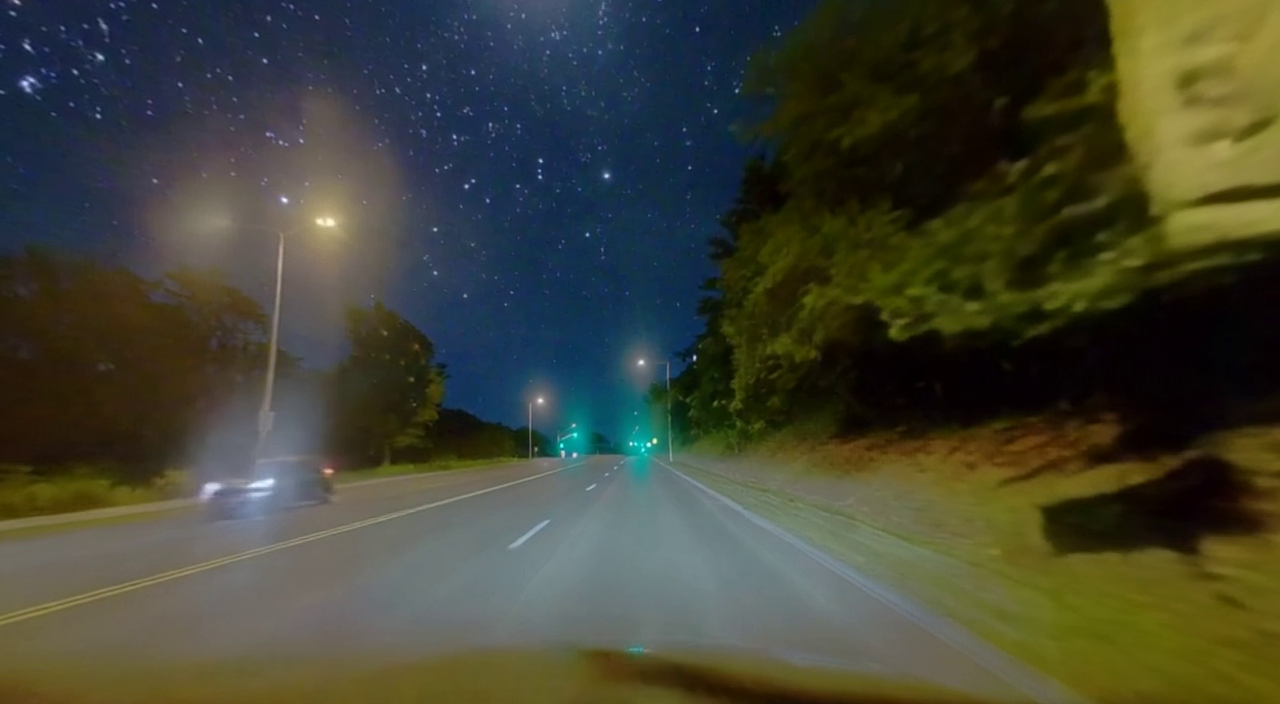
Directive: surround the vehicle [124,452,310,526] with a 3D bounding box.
[{"bbox_3d":[-9.781,3.144,14.959,1.766,1.473,3.795,0,-9,0],"label":"vehicle"}]
